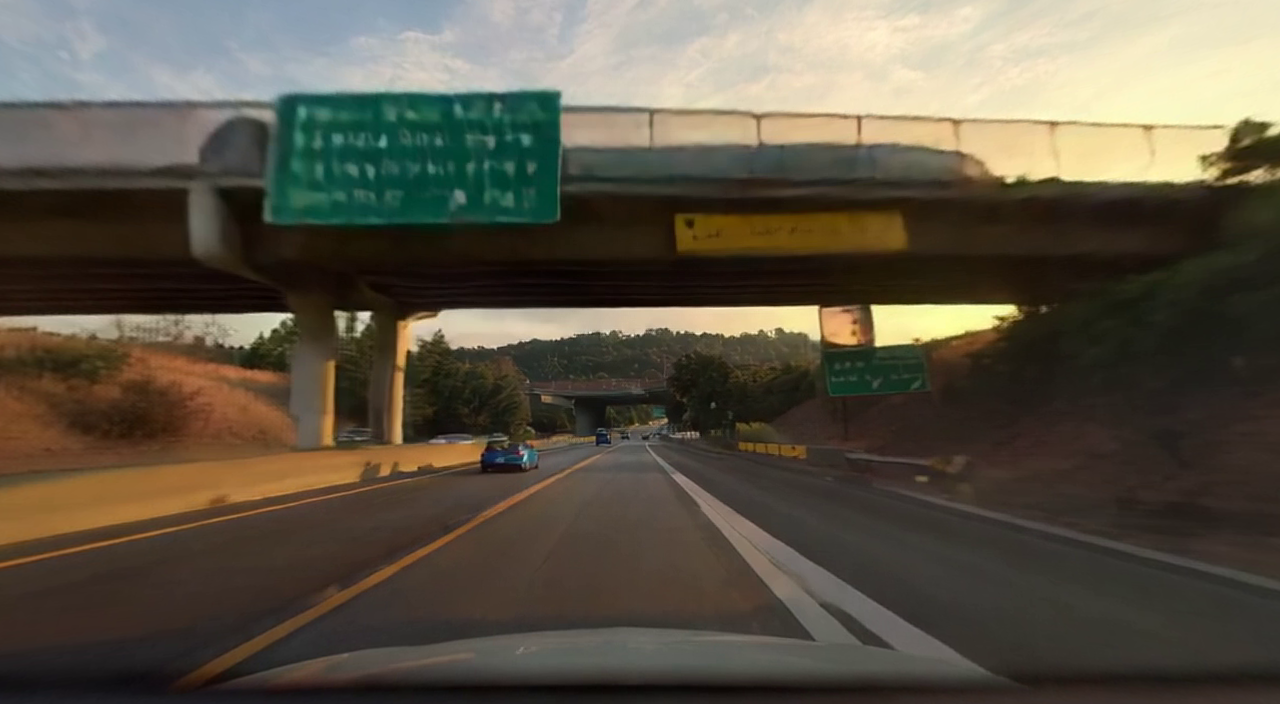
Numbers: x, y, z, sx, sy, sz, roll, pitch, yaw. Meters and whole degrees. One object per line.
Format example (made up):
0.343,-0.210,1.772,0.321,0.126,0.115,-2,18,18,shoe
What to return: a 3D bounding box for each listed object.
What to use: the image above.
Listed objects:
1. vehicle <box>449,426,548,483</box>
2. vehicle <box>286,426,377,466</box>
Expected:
-4.361,3.223,20.265,2.086,1.624,4.607,0,-8,0,vehicle
-13.653,4.178,28.190,1.945,1.625,4.197,0,-8,0,vehicle
